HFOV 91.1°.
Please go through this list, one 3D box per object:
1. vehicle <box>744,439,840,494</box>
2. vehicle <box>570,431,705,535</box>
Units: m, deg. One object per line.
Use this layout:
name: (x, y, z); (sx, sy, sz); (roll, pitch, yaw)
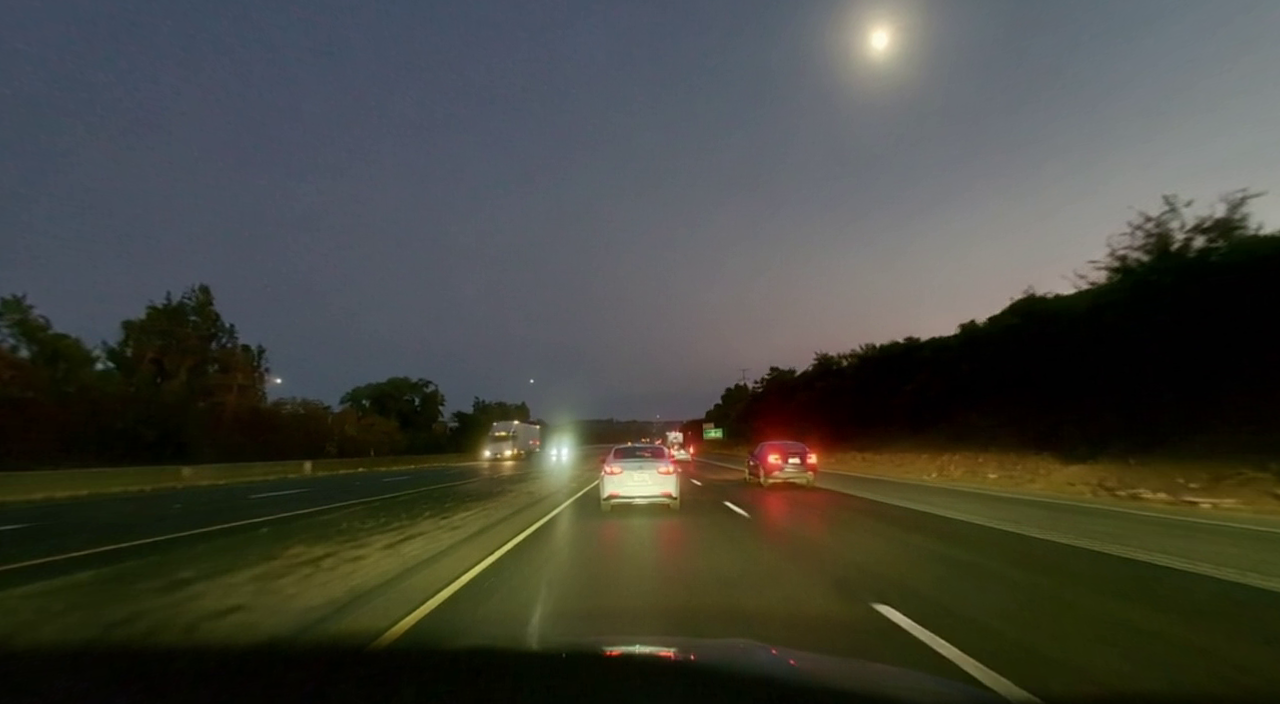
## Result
vehicle: (4.631, 3.537, 19.783); (1.931, 1.516, 3.995); (0, -9, -1)
vehicle: (-0.077, 2.322, 11.657); (2.088, 1.580, 3.657); (0, -9, -1)
